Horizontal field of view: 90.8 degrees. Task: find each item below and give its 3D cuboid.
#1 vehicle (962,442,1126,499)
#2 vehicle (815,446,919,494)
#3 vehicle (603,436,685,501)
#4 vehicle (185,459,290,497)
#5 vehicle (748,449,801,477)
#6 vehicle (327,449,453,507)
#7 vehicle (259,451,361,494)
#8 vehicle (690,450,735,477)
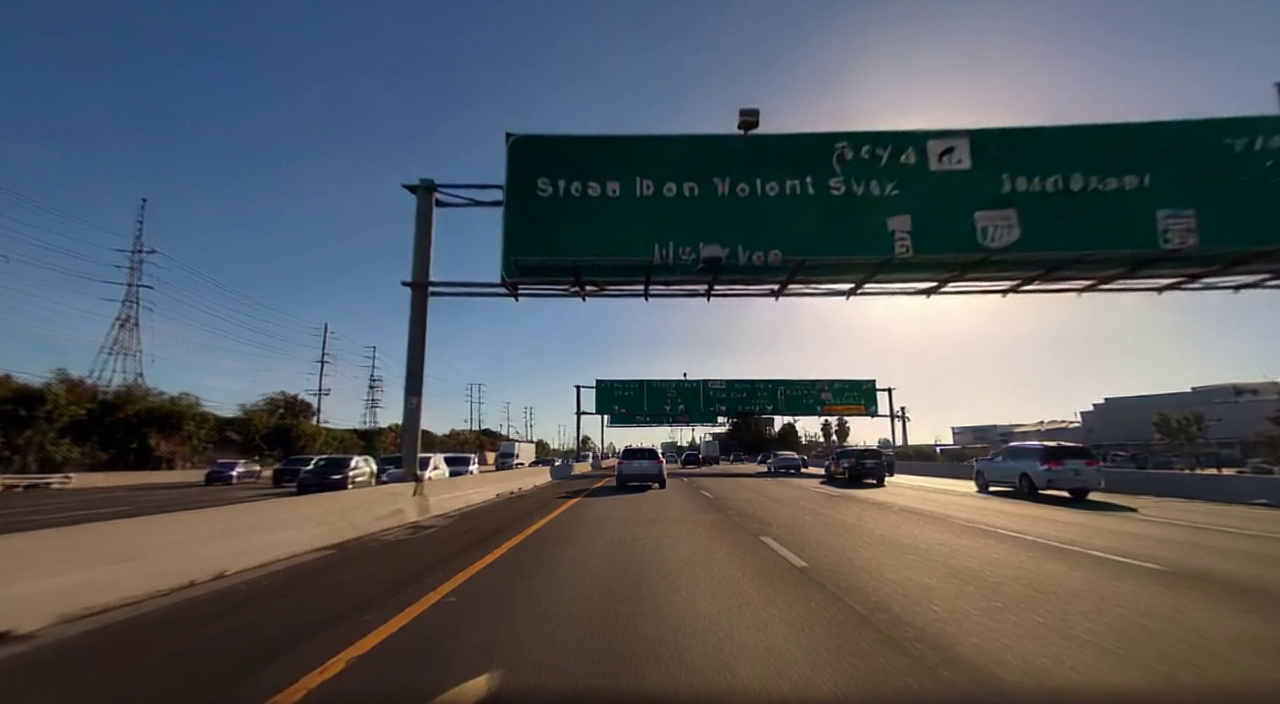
[{"bbox_3d":[11.819,3.457,18.929,1.901,1.485,4.483,0,-9,0],"label":"vehicle"},{"bbox_3d":[7.580,3.953,21.593,1.958,1.473,4.201,0,-9,0],"label":"vehicle"},{"bbox_3d":[0.110,3.593,19.908,2.298,1.809,4.359,0,-9,0],"label":"vehicle"},{"bbox_3d":[-17.663,5.512,28.001,1.752,1.449,4.321,0,-9,0],"label":"vehicle"},{"bbox_3d":[7.516,6.221,35.648,1.934,1.461,4.368,0,-9,-1],"label":"vehicle"},{"bbox_3d":[-7.615,3.840,19.798,2.004,1.596,4.520,0,-9,1],"label":"vehicle"},{"bbox_3d":[-14.672,5.360,28.457,2.032,1.721,4.683,0,-9,1],"label":"vehicle"},{"bbox_3d":[4.202,6.535,37.338,2.115,1.481,3.968,0,-9,-1],"label":"vehicle"}]
